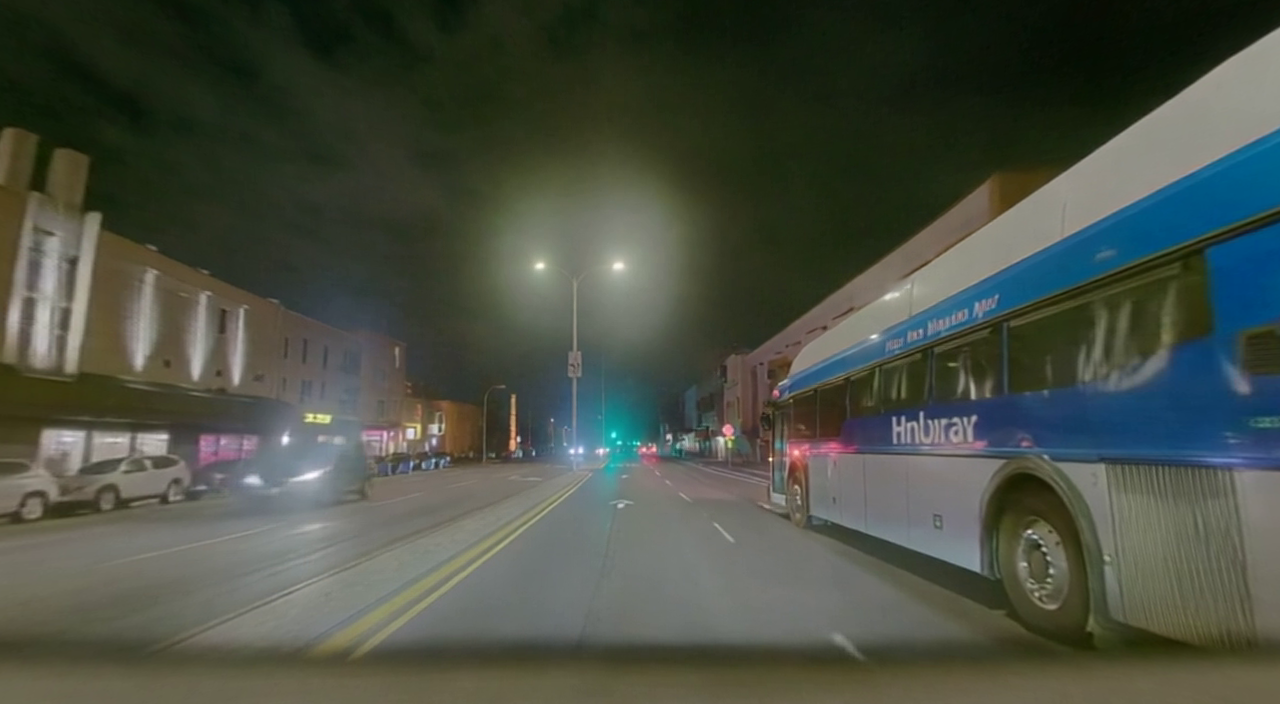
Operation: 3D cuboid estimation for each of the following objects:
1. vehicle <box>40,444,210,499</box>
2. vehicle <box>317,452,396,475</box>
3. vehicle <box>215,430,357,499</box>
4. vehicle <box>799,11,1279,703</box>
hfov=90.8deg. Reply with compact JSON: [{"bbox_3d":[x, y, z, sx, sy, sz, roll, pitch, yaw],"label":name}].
[{"bbox_3d":[-18.127,4.191,22.397,4.392,1.800,1.902,-1,-8,4],"label":"vehicle"},{"bbox_3d":[-19.601,7.715,43.793,4.522,1.469,1.840,1,-8,-4],"label":"vehicle"},{"bbox_3d":[-11.568,3.679,21.137,2.084,2.027,4.557,0,-8,0],"label":"vehicle"},{"bbox_3d":[4.453,0.423,4.669,3.194,3.345,12.428,0,-8,-1],"label":"vehicle"}]
